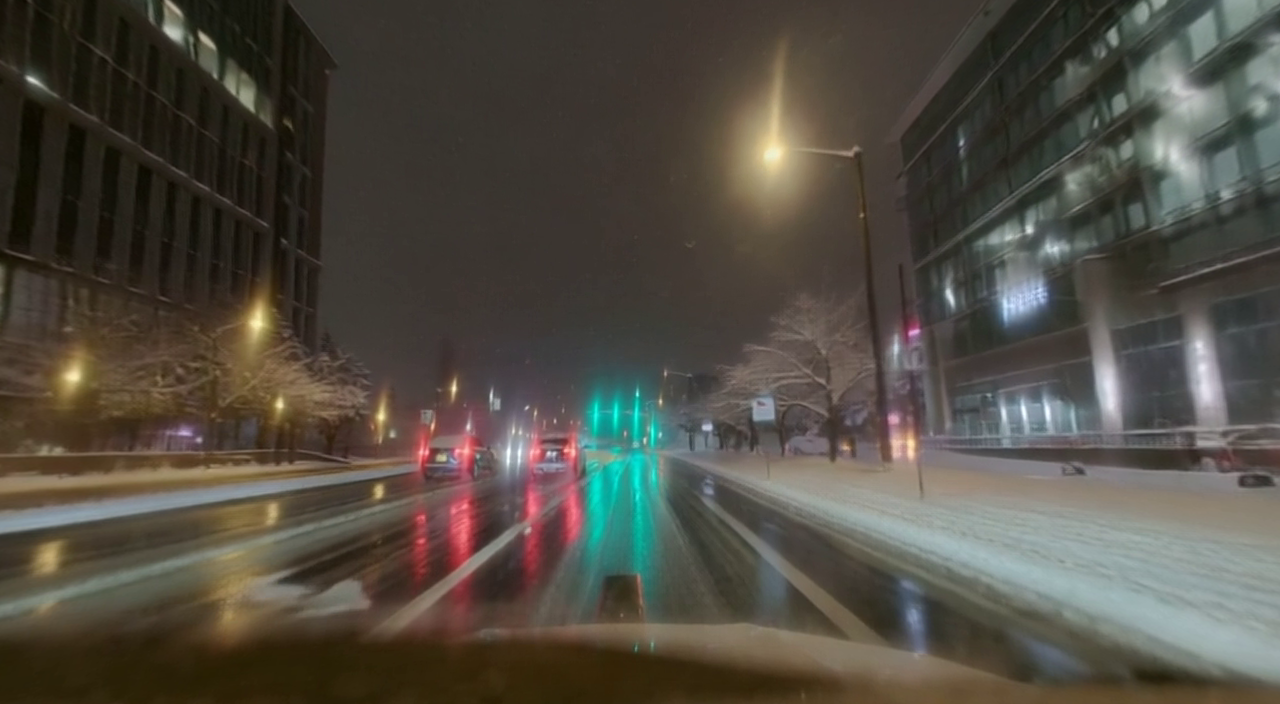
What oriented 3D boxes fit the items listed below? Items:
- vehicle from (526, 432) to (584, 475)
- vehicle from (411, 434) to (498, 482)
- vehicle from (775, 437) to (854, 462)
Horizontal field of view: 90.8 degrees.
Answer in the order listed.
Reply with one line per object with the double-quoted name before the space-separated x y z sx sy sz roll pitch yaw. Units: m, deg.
"vehicle" -3.694 4.513 28.247 2.052 1.729 4.195 0 -9 0
"vehicle" -6.846 3.963 23.878 1.909 1.605 4.561 0 -9 0
"vehicle" 11.161 6.267 40.678 4.513 1.541 1.948 -1 -9 5
